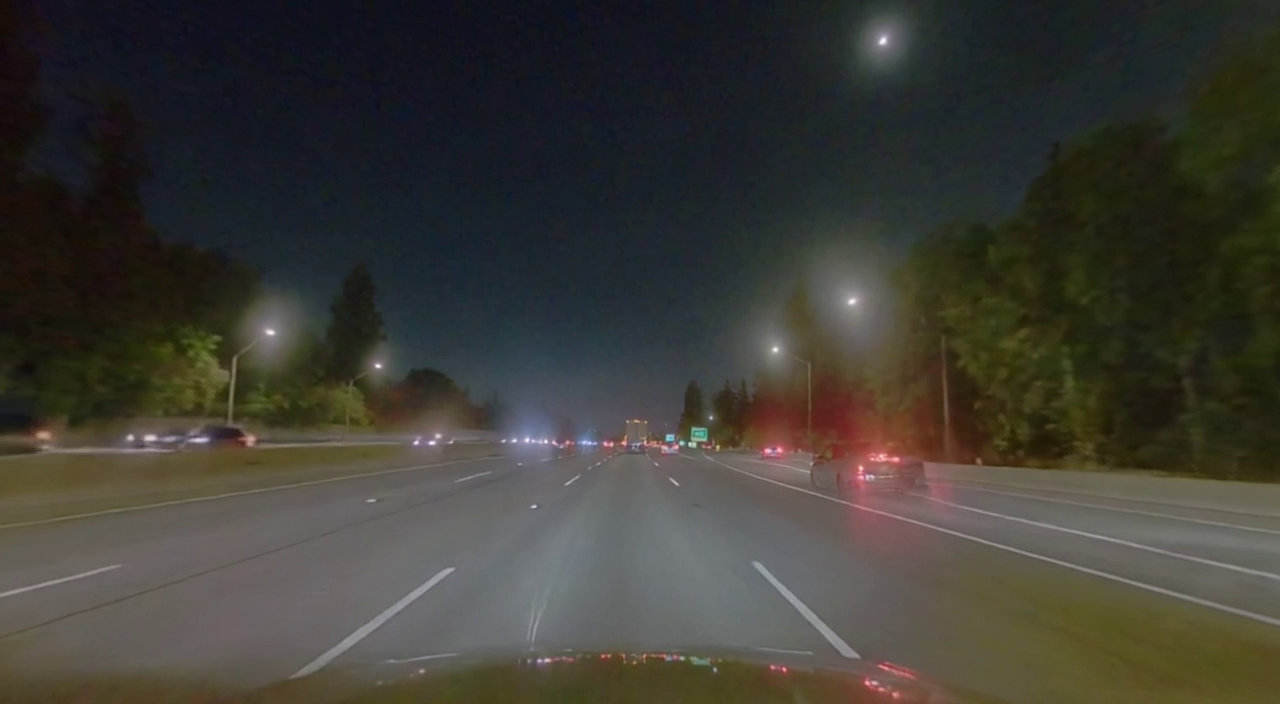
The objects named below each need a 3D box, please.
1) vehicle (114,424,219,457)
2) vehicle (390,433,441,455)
[{"bbox_3d":[-22.892,4.298,30.804,1.811,1.489,4.295,1,-8,-1],"label":"vehicle"},{"bbox_3d":[-15.977,6.556,45.246,1.982,1.473,4.656,1,-8,0],"label":"vehicle"}]
